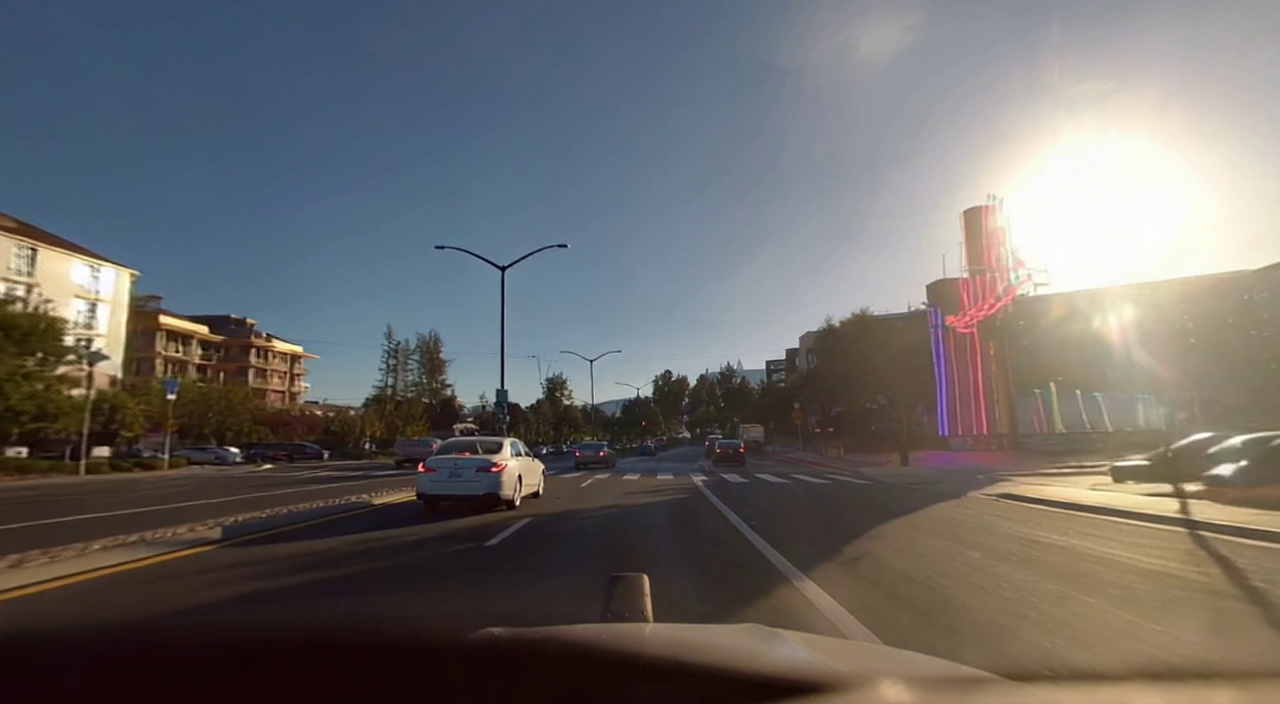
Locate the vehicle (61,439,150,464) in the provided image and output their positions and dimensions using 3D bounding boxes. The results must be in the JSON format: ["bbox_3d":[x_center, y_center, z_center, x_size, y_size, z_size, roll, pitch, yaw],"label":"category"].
[{"bbox_3d":[-39.979,7.427,47.214,1.993,1.726,4.713,-7,-11,41],"label":"vehicle"}]

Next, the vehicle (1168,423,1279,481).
[{"bbox_3d":[17.977,2.751,17.530,4.583,1.491,2.192,0,-8,-1],"label":"vehicle"}]

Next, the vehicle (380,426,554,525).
[{"bbox_3d":[-3.112,2.328,12.476,2.118,1.568,4.436,0,-8,1],"label":"vehicle"}]

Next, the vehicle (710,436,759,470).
[{"bbox_3d":[5.050,5.437,34.188,2.103,1.699,4.171,0,-8,2],"label":"vehicle"}]

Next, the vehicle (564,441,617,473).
[{"bbox_3d":[-2.383,5.185,31.347,1.980,1.454,4.226,-1,-8,4],"label":"vehicle"}]
